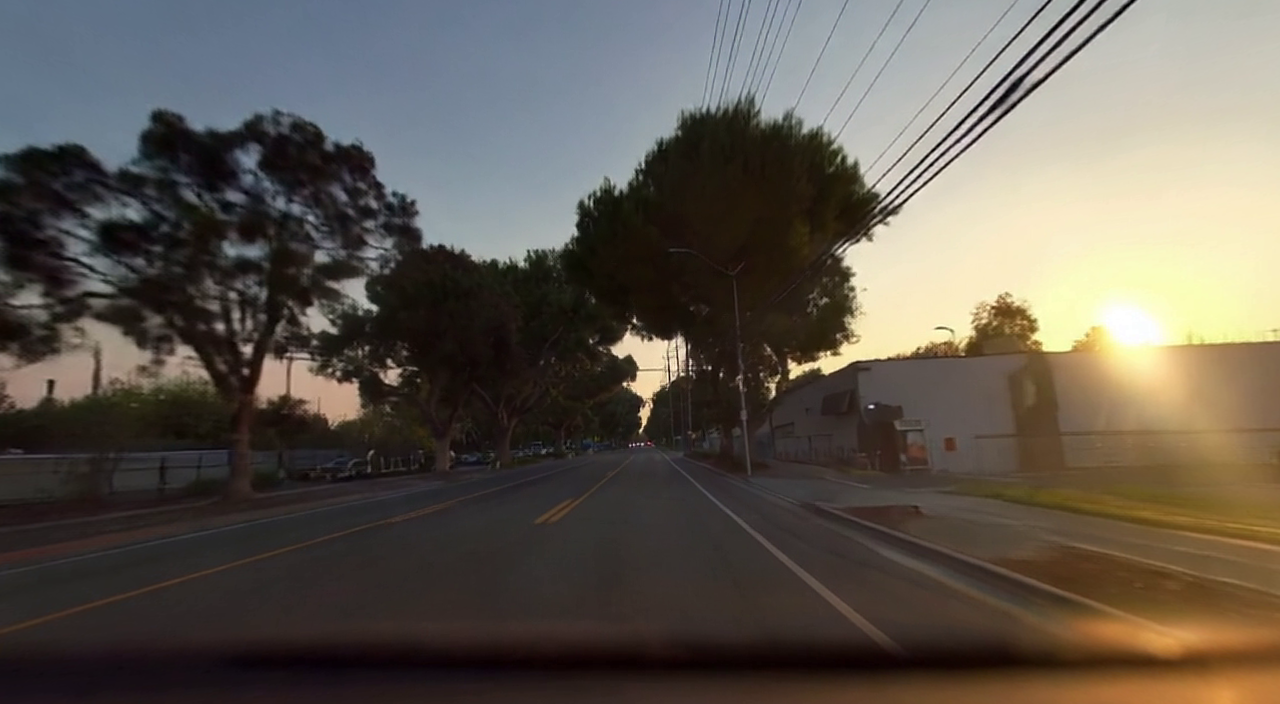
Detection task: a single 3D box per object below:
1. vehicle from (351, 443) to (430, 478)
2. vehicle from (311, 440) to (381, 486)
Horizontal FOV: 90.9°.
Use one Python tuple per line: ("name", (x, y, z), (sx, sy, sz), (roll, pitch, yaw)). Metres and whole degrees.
("vehicle", (-14.024, 6.085, 35.798), (1.949, 1.735, 5.568), (-2, -8, 4))
("vehicle", (-16.504, 6.214, 35.604), (1.972, 1.891, 3.936), (-1, 0, 2))
